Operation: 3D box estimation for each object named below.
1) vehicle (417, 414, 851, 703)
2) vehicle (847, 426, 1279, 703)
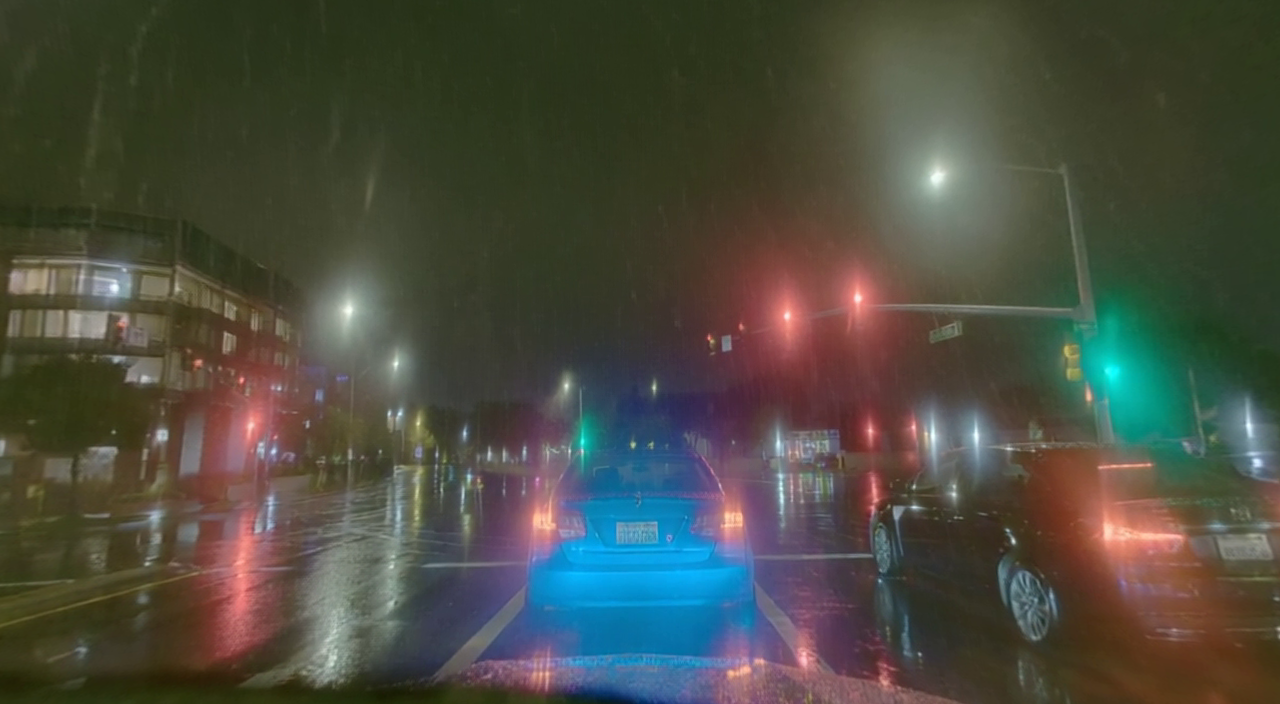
[{"bbox_3d":[-0.062,1.351,5.152,2.094,1.481,4.078,0,-8,-1],"label":"vehicle"},{"bbox_3d":[3.340,1.377,5.088,1.860,1.430,4.089,0,-8,-1],"label":"vehicle"}]
